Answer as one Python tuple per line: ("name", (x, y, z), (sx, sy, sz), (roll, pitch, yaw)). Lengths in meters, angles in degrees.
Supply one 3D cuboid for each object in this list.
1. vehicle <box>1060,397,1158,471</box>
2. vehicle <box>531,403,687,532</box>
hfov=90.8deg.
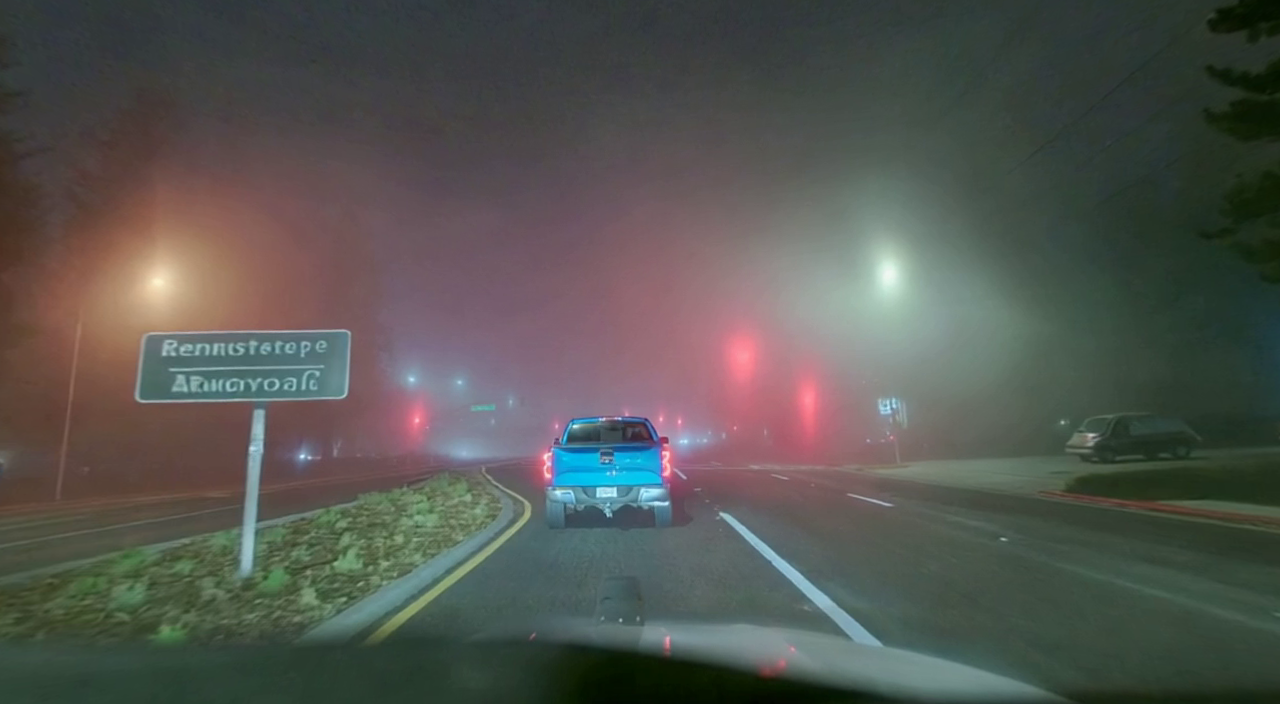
("vehicle", (16.513, 2.917, 22.310), (1.862, 2.438, 1.649), (0, -10, -14))
("vehicle", (-0.470, 1.930, 11.144), (2.145, 1.762, 4.731), (0, -8, -1))
